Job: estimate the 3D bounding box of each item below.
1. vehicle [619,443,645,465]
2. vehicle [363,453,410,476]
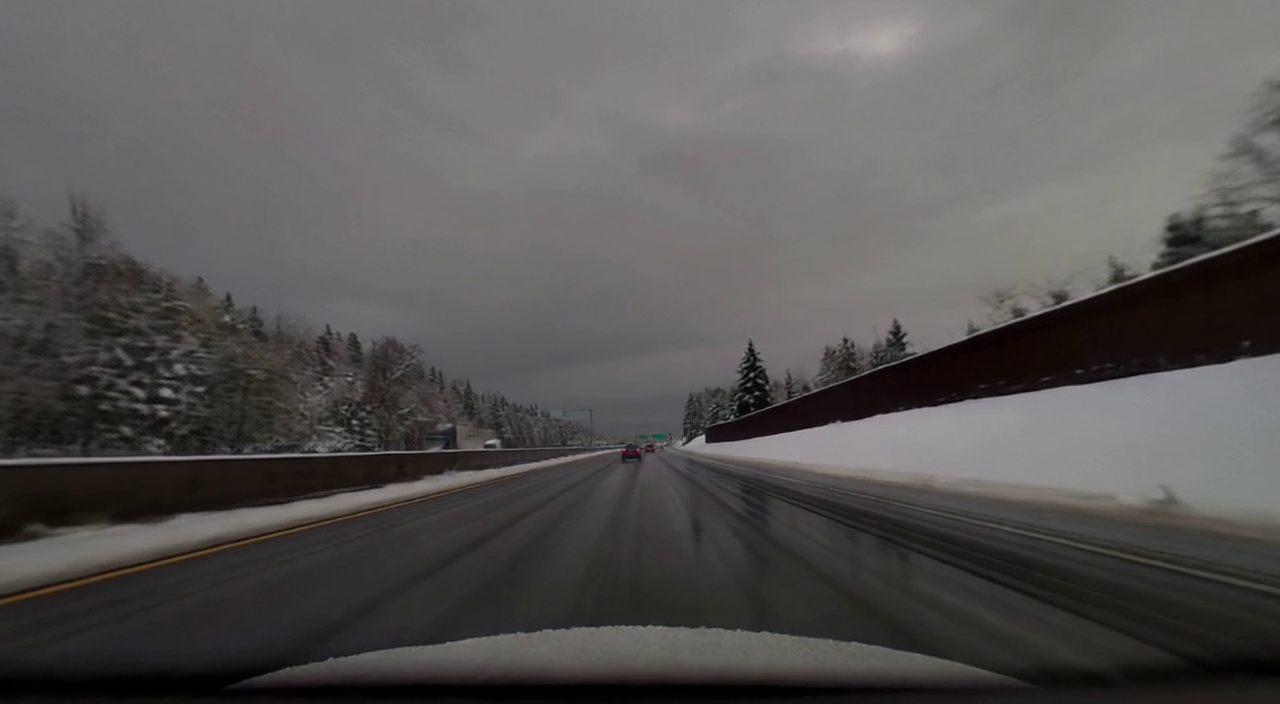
[{"bbox_3d":[-0.549,7.481,46.183,1.873,1.529,3.953,0,-9,0],"label":"vehicle"},{"bbox_3d":[-17.047,7.554,42.498,1.622,1.431,3.611,0,-9,0],"label":"vehicle"}]
